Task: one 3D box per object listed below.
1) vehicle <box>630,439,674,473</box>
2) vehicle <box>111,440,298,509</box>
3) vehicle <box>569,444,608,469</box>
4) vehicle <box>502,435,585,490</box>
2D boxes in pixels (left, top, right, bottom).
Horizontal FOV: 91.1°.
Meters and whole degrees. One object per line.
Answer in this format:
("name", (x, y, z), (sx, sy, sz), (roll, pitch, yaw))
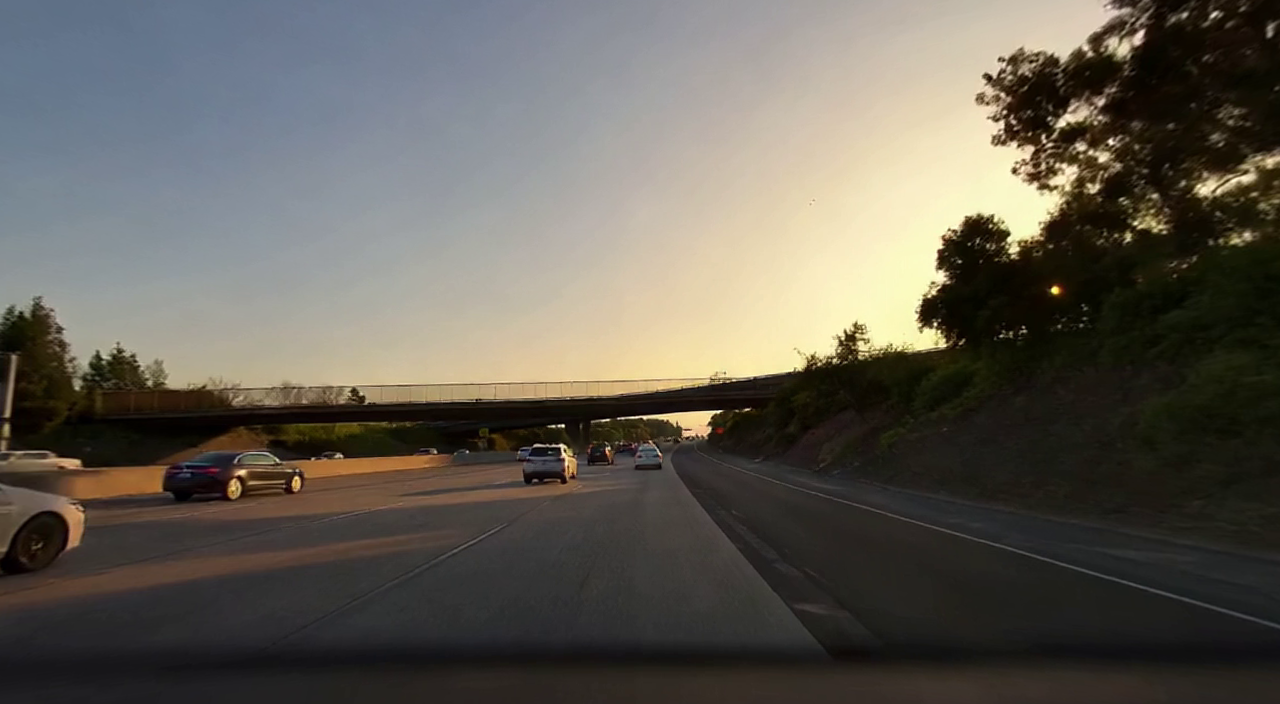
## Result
("vehicle", (0.651, 5.433, 33.140), (2.160, 1.678, 4.178), (0, -8, 2))
("vehicle", (-11.645, 3.251, 17.259), (1.954, 1.640, 4.339), (0, -8, 1))
("vehicle", (-3.199, 6.617, 39.874), (1.997, 1.490, 4.471), (0, -8, 2))
("vehicle", (-3.303, 3.886, 22.470), (2.161, 1.759, 4.482), (0, -8, 2))
